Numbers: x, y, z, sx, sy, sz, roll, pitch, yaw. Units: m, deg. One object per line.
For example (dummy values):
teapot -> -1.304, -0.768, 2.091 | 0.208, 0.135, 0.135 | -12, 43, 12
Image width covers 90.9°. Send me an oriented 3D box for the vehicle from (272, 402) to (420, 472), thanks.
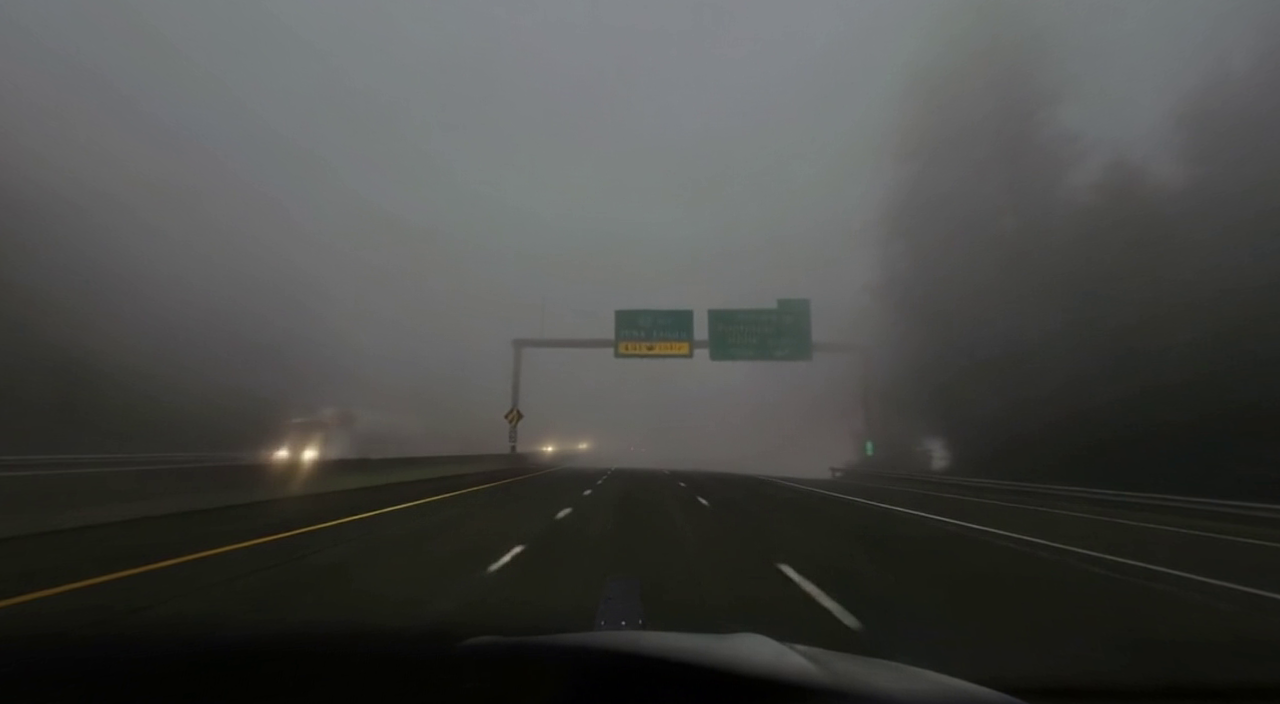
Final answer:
vehicle -> -19.288, 5.977, 43.236 | 3.084, 3.900, 14.884 | 0, -9, 0
